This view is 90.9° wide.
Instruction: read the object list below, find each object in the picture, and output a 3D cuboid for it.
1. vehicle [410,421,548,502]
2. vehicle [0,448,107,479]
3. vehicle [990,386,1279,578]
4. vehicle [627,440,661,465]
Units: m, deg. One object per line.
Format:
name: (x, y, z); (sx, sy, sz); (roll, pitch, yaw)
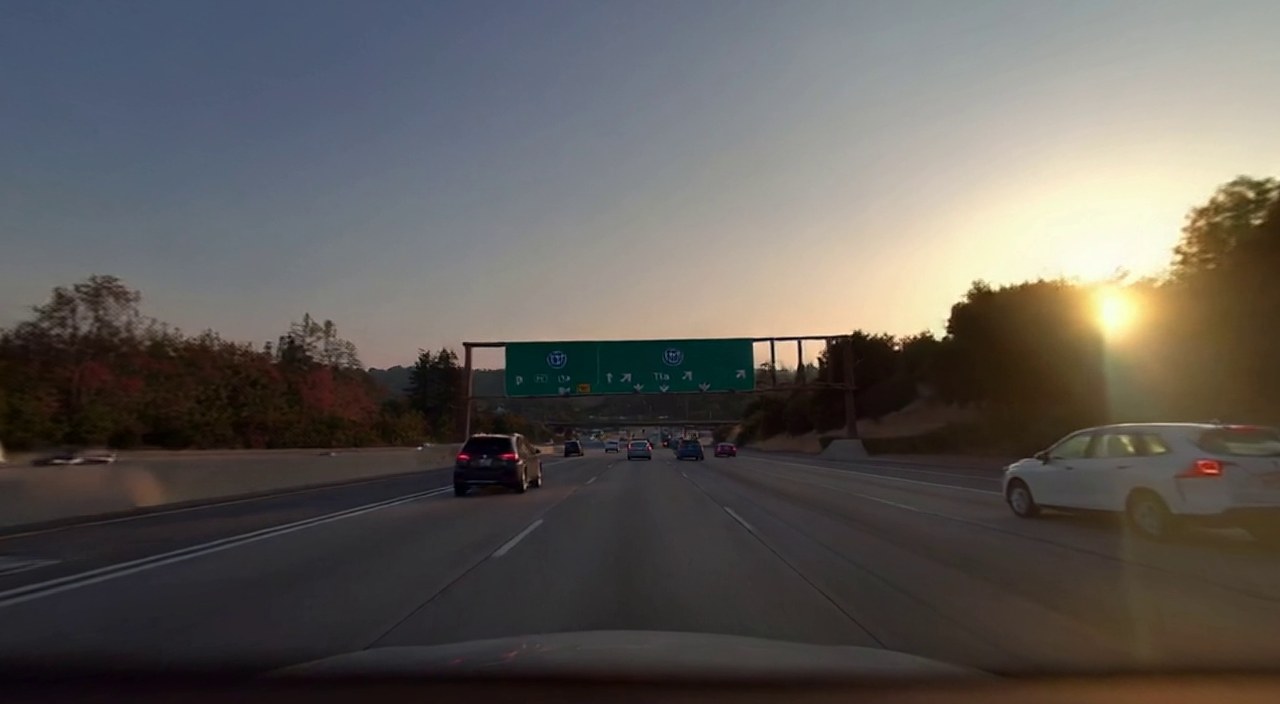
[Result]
vehicle: (-3.850, 2.743, 16.173); (2.118, 1.750, 4.875); (0, -8, 2)
vehicle: (-34.816, 6.511, 37.126); (2.002, 1.666, 5.388); (0, -8, 1)
vehicle: (6.988, 1.532, 8.101); (2.123, 1.756, 4.959); (0, -8, 0)
vehicle: (0.222, 6.239, 39.180); (2.050, 1.452, 3.917); (0, -8, 0)
